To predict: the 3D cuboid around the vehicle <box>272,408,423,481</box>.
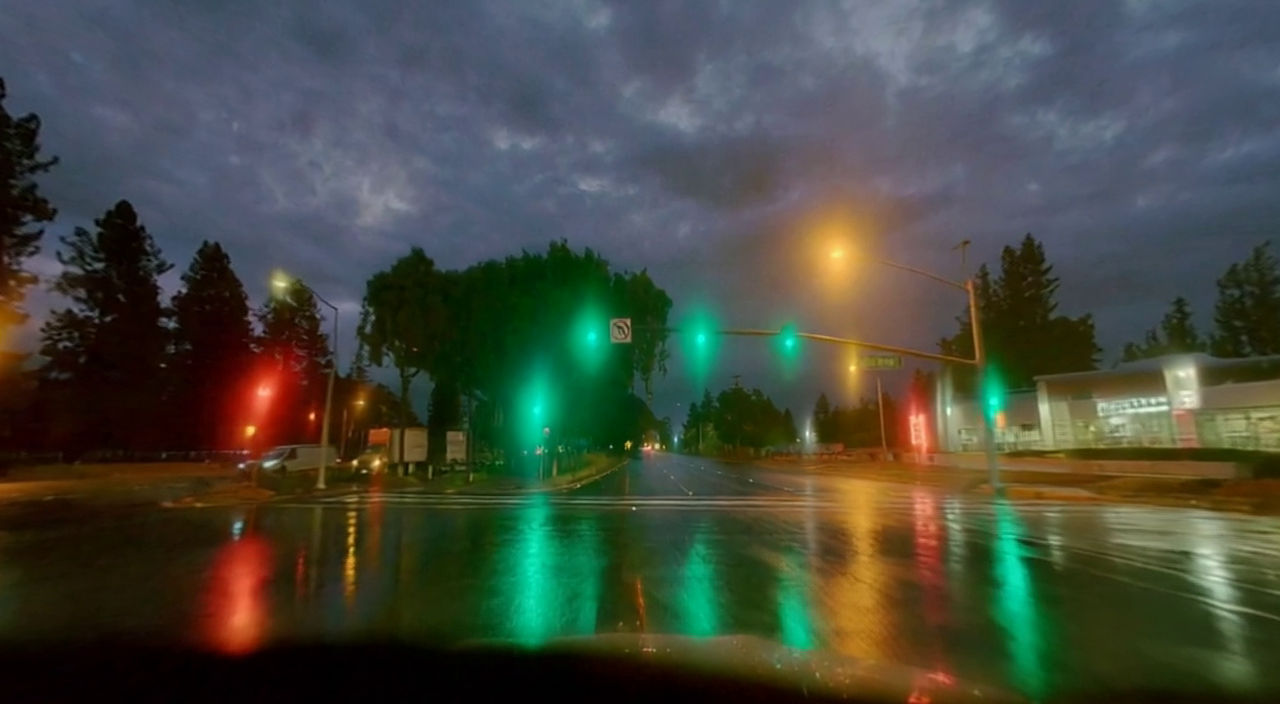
[{"bbox_3d":[-17.784,5.962,40.240,2.953,3.772,14.243,0,-9,-1],"label":"vehicle"}]
